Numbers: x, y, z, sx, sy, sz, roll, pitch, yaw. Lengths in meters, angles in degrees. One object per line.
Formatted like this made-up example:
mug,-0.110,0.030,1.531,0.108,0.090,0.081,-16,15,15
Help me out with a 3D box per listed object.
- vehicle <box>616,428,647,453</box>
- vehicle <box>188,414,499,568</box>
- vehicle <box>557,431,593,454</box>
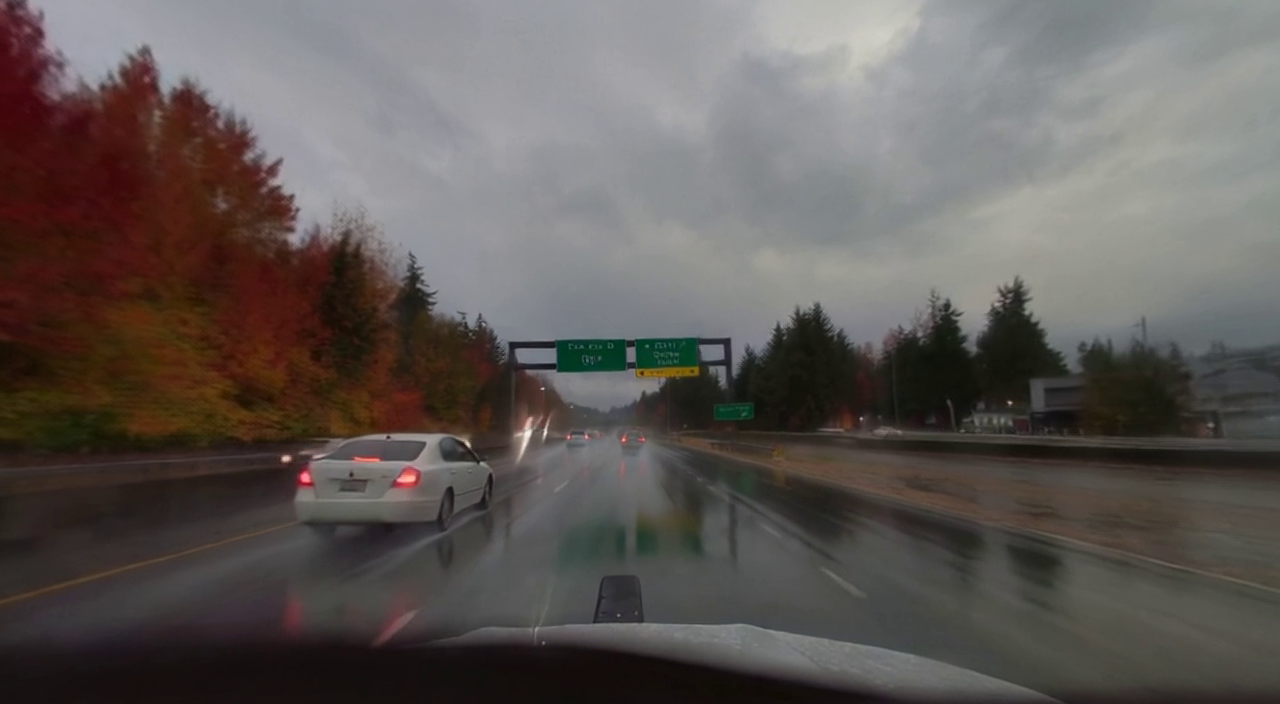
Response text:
vehicle,-0.576,6.155,43.659,2.054,1.609,3.859,0,-8,-1
vehicle,-3.438,1.682,8.544,1.989,1.497,4.645,0,-8,0
vehicle,-4.439,6.273,43.636,2.071,1.524,4.398,0,-8,-1
